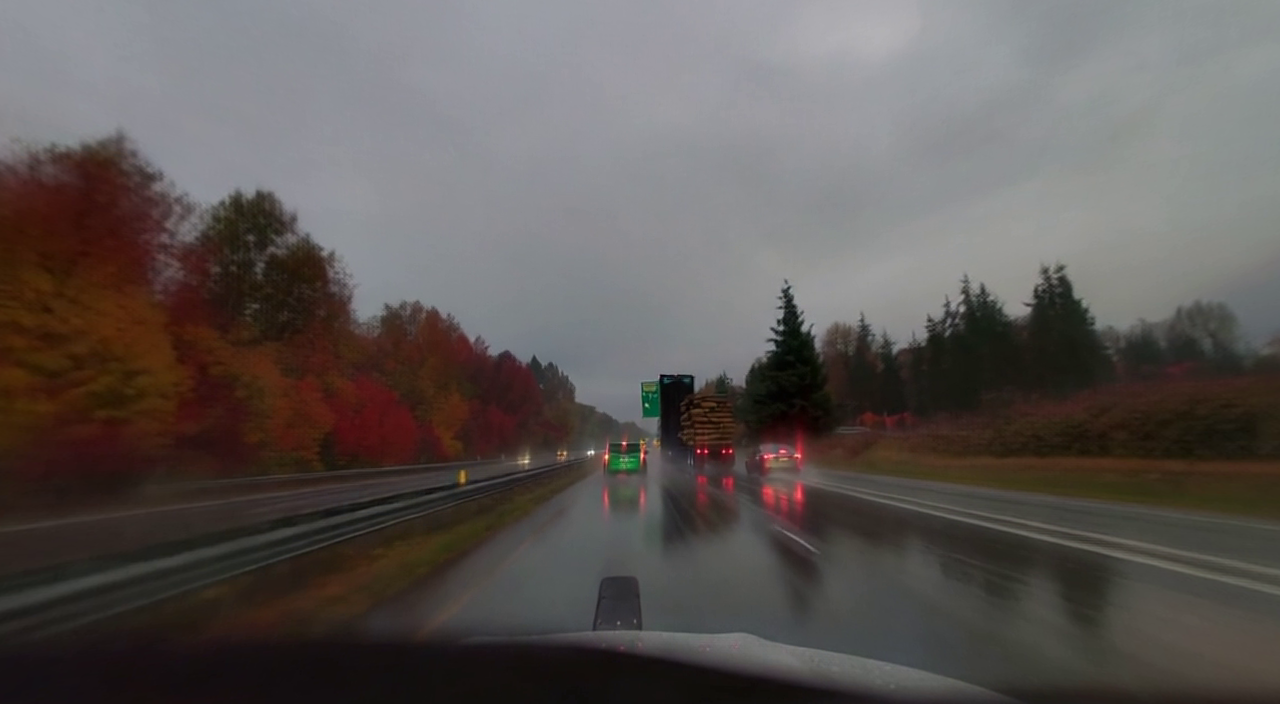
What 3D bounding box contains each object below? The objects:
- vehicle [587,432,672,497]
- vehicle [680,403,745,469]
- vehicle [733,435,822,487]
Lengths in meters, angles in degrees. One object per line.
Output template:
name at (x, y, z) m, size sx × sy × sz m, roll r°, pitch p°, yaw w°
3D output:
vehicle at (-0.280, 3.302, 18.784) m, size 2.263 × 1.699 × 3.936 m, roll -1°, pitch -9°, yaw 0°
vehicle at (4.585, 5.634, 41.530) m, size 3.125 × 3.895 × 8.461 m, roll 0°, pitch -9°, yaw -1°
vehicle at (4.864, 3.925, 22.920) m, size 2.057 × 1.660 × 4.525 m, roll 0°, pitch -9°, yaw -2°
